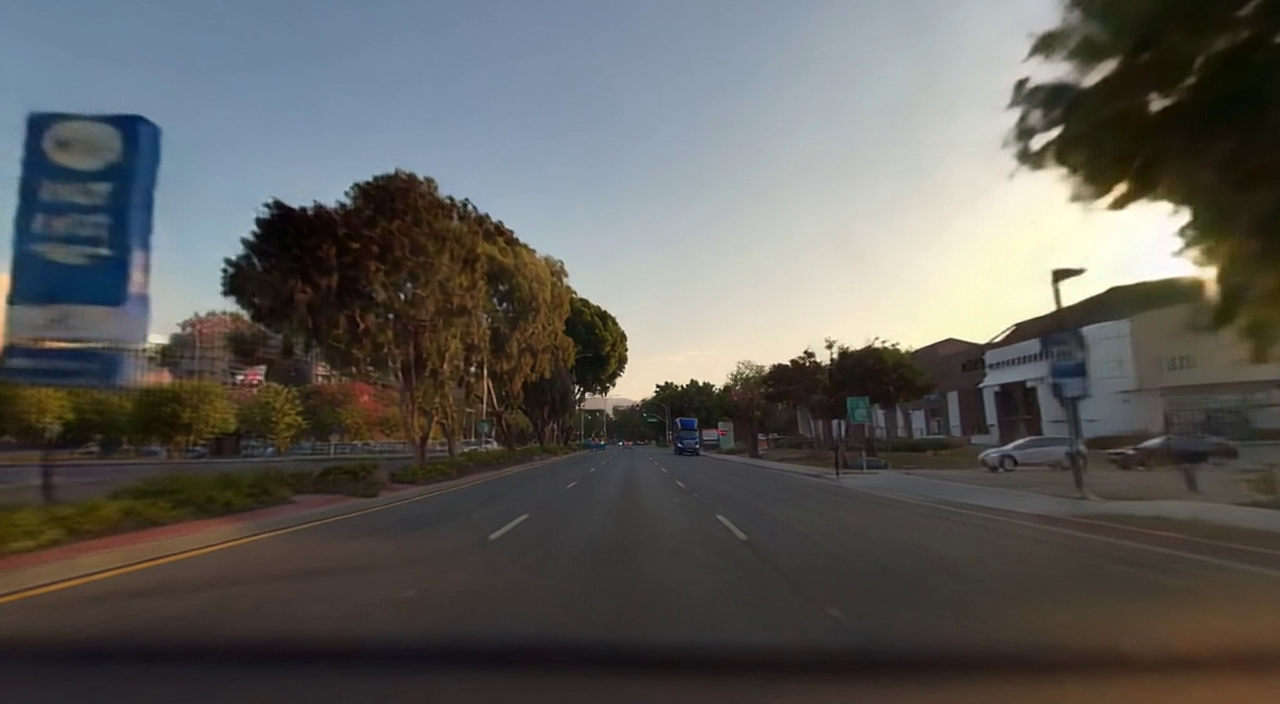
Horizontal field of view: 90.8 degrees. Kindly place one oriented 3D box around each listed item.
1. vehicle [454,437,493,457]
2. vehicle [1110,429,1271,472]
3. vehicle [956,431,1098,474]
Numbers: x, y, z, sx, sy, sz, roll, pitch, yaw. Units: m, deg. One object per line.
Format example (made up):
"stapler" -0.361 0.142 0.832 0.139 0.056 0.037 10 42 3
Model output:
"vehicle" -12.758 7.274 48.563 1.887 1.447 4.031 0 -8 0
"vehicle" 21.277 3.828 24.573 4.416 1.561 1.876 0 -9 1
"vehicle" 14.899 3.893 24.500 4.296 1.596 1.807 0 -9 0
